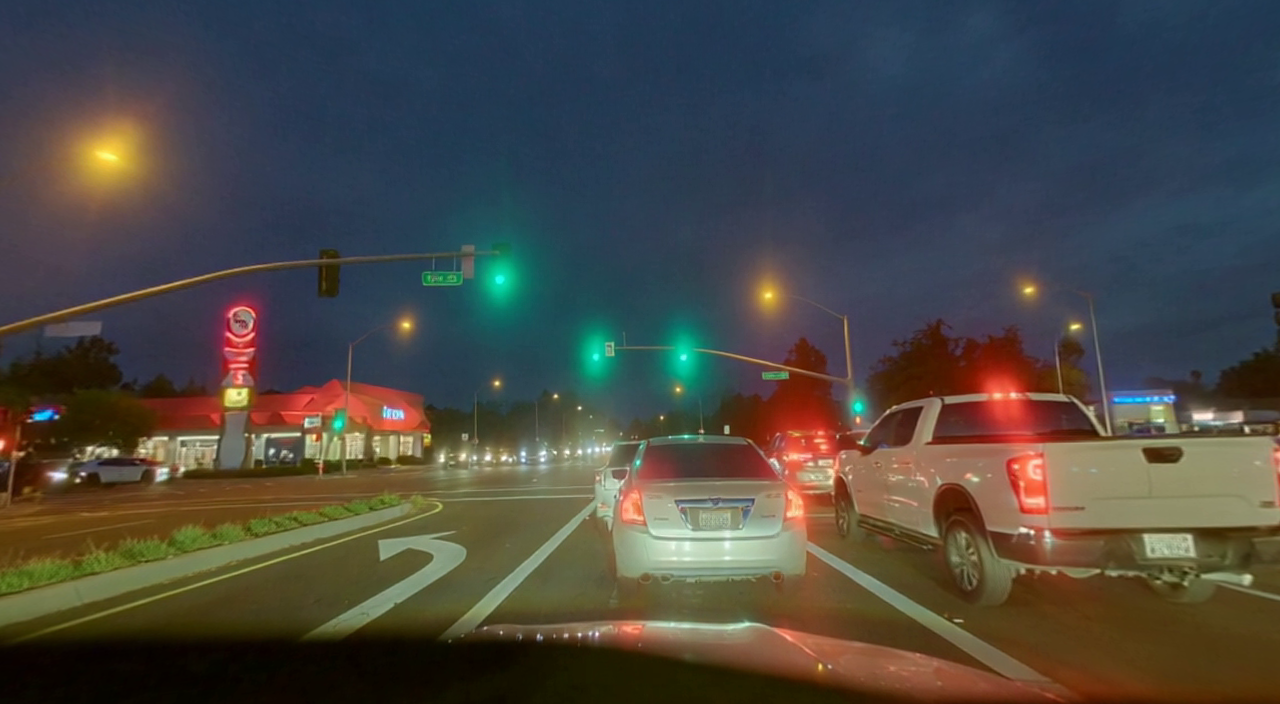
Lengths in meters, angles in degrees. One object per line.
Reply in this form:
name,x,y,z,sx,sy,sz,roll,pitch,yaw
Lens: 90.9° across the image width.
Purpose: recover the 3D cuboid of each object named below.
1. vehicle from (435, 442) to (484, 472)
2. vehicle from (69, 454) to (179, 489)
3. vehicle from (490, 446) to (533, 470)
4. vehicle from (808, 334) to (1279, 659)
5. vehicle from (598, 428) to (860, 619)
vehicle,-11.874,6.910,41.818,1.991,1.844,4.393,0,-8,-1
vehicle,-29.082,6.695,35.600,4.789,1.828,2.025,-2,-9,10
vehicle,-8.443,7.007,41.874,2.002,1.469,4.301,0,-8,-1
vehicle,3.798,1.308,6.853,2.358,2.116,5.328,0,-8,-1
vehicle,0.610,1.599,6.819,2.038,1.447,3.756,0,-8,-3
